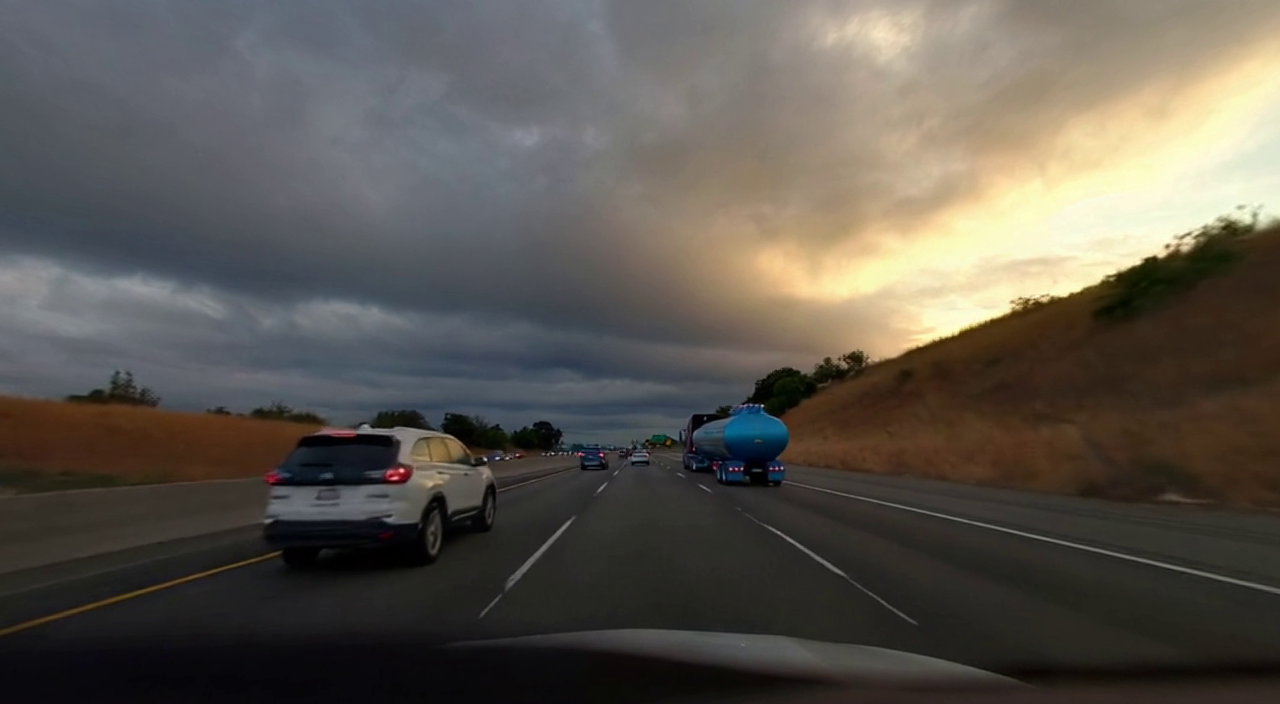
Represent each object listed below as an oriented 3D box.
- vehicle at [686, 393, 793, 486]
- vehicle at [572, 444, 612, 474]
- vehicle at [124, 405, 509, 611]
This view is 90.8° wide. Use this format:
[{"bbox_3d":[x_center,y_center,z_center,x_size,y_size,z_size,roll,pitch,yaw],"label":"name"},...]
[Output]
[{"bbox_3d":[4.429,4.487,31.810,2.889,3.606,13.832,0,-9,-1],"label":"vehicle"},{"bbox_3d":[-3.036,6.895,40.976,2.258,1.805,4.665,0,-9,0],"label":"vehicle"},{"bbox_3d":[-3.210,1.667,7.681,2.249,1.710,4.580,0,-9,0],"label":"vehicle"}]
